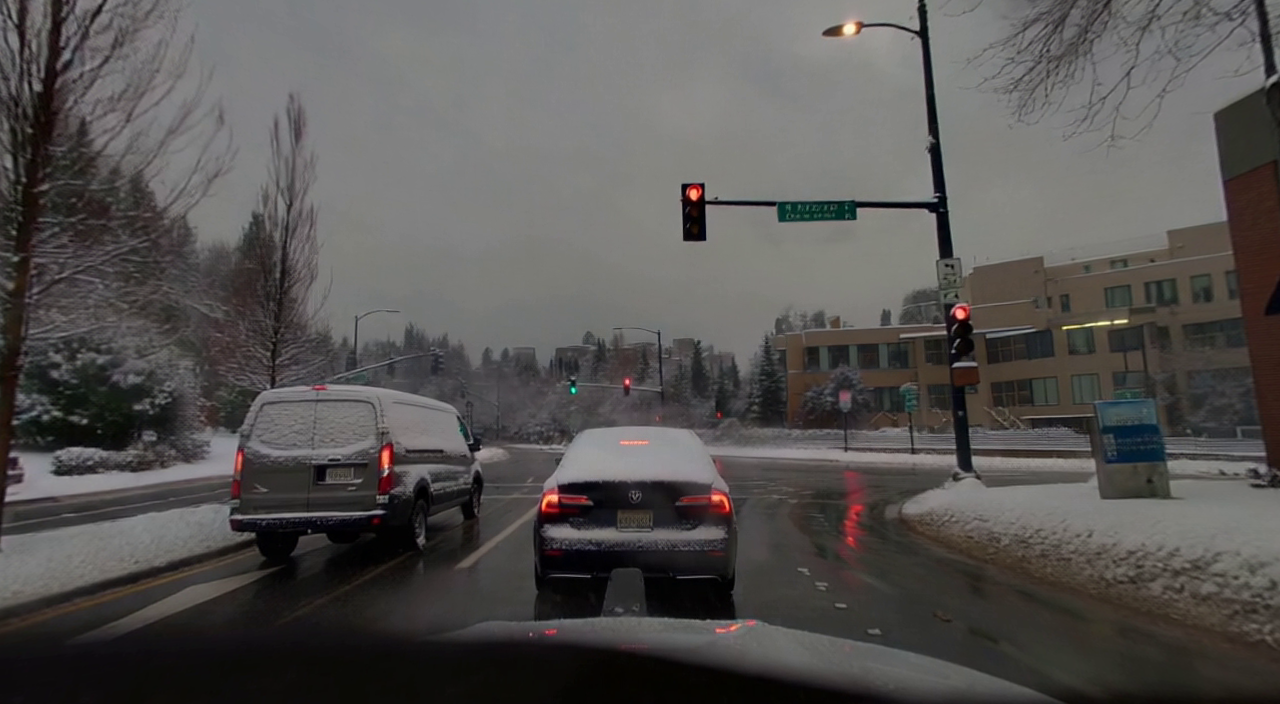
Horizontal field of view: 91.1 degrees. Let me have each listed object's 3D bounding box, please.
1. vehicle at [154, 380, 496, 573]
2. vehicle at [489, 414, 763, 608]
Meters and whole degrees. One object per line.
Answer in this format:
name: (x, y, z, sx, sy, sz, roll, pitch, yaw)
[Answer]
vehicle: (-3.575, 1.515, 8.576, 2.076, 1.820, 5.100, 0, -8, -1)
vehicle: (-0.112, 1.465, 6.776, 2.064, 1.452, 3.942, 0, -8, 0)
